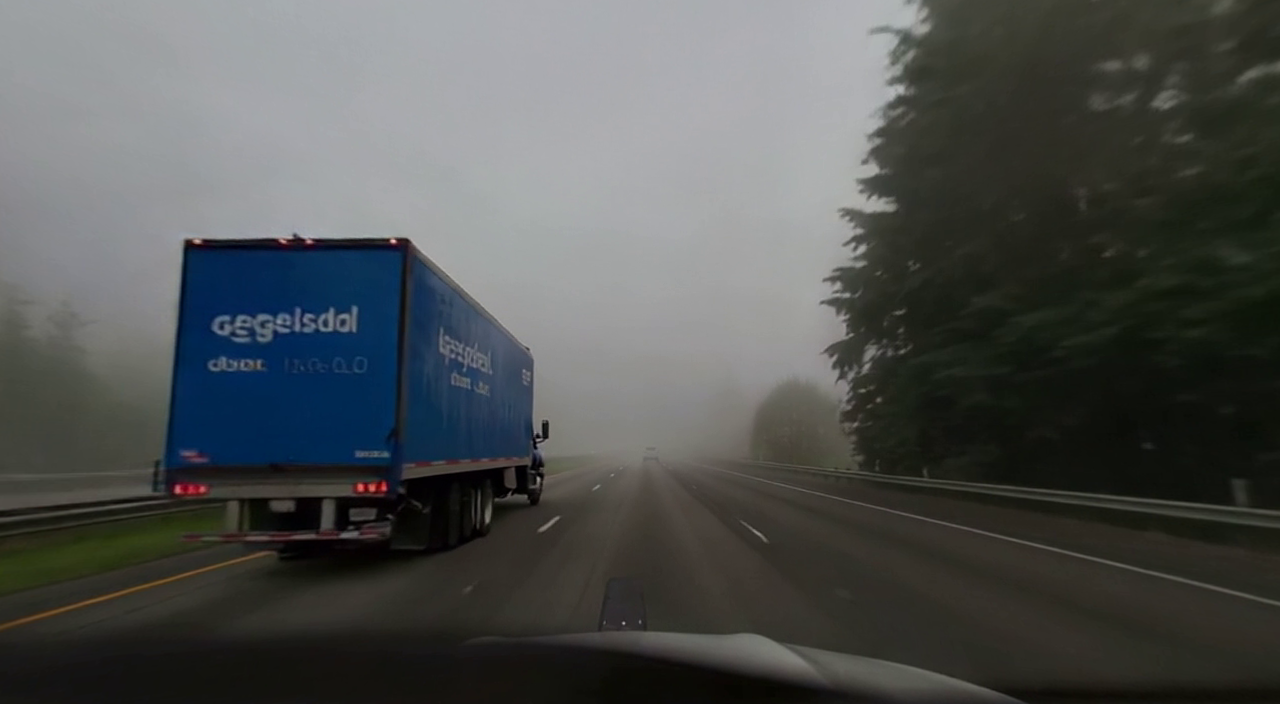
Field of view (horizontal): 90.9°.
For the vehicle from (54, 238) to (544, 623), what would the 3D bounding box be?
[{"bbox_3d":[-3.251,1.094,8.607,2.695,3.151,6.885,0,-9,1],"label":"vehicle"}]
